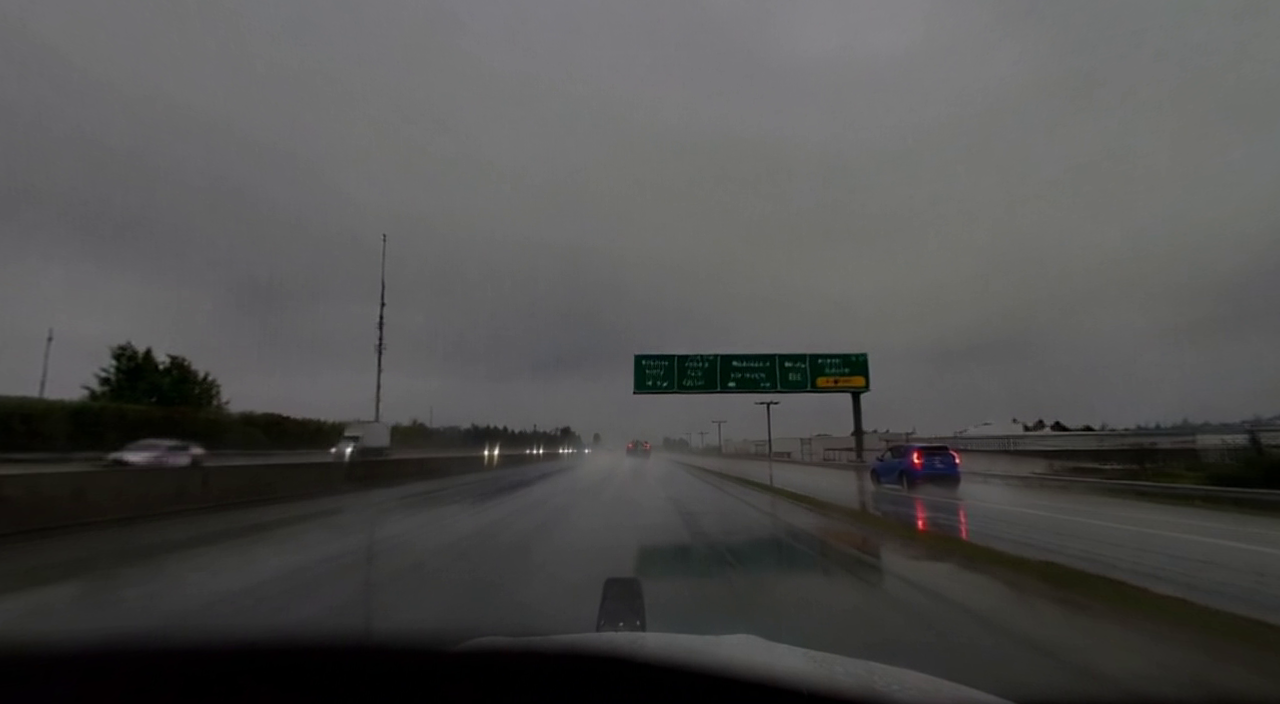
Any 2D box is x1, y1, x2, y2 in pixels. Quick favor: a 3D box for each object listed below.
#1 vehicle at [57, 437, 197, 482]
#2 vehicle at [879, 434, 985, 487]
[{"bbox_3d":[-19.772,4.168,24.631,1.851,1.570,4.280,0,-9,0],"label":"vehicle"},{"bbox_3d":[14.063,5.277,30.899,2.411,2.326,5.300,0,-9,-3],"label":"vehicle"}]
